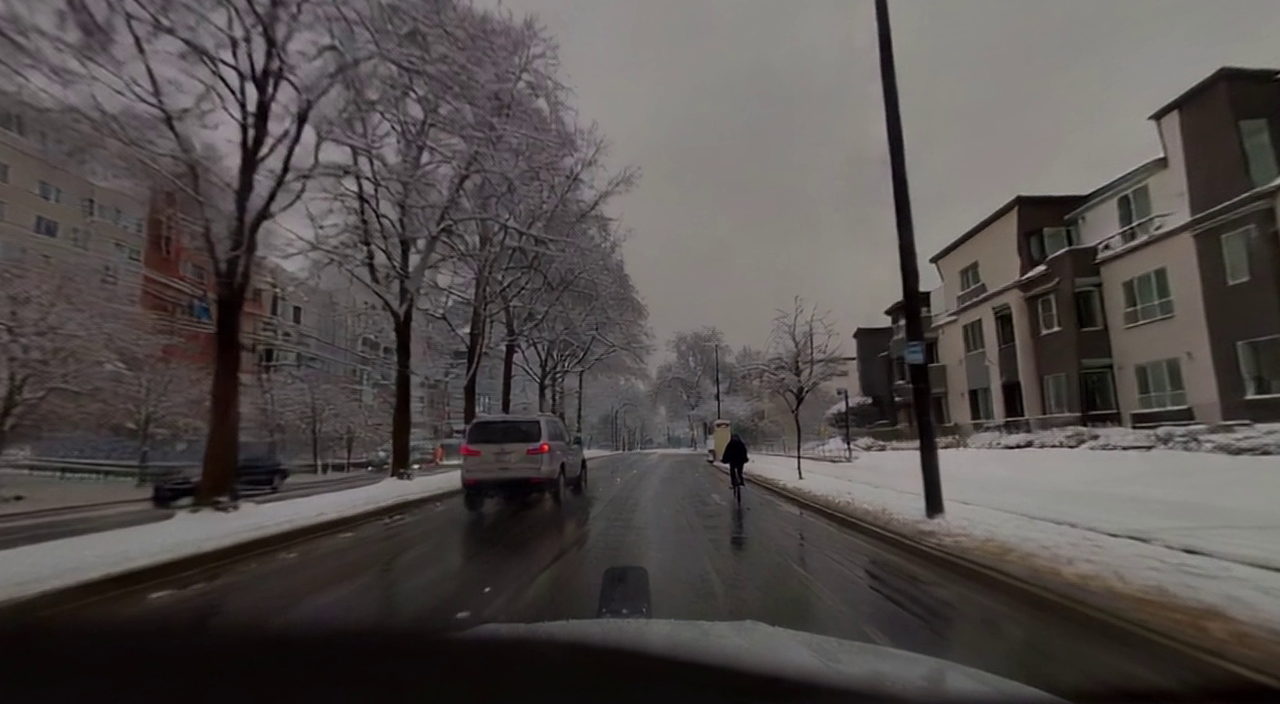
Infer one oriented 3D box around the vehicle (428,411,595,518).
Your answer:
[{"bbox_3d":[-2.442,2.368,13.684,2.294,1.859,5.127,-1,-9,3],"label":"vehicle"}]
